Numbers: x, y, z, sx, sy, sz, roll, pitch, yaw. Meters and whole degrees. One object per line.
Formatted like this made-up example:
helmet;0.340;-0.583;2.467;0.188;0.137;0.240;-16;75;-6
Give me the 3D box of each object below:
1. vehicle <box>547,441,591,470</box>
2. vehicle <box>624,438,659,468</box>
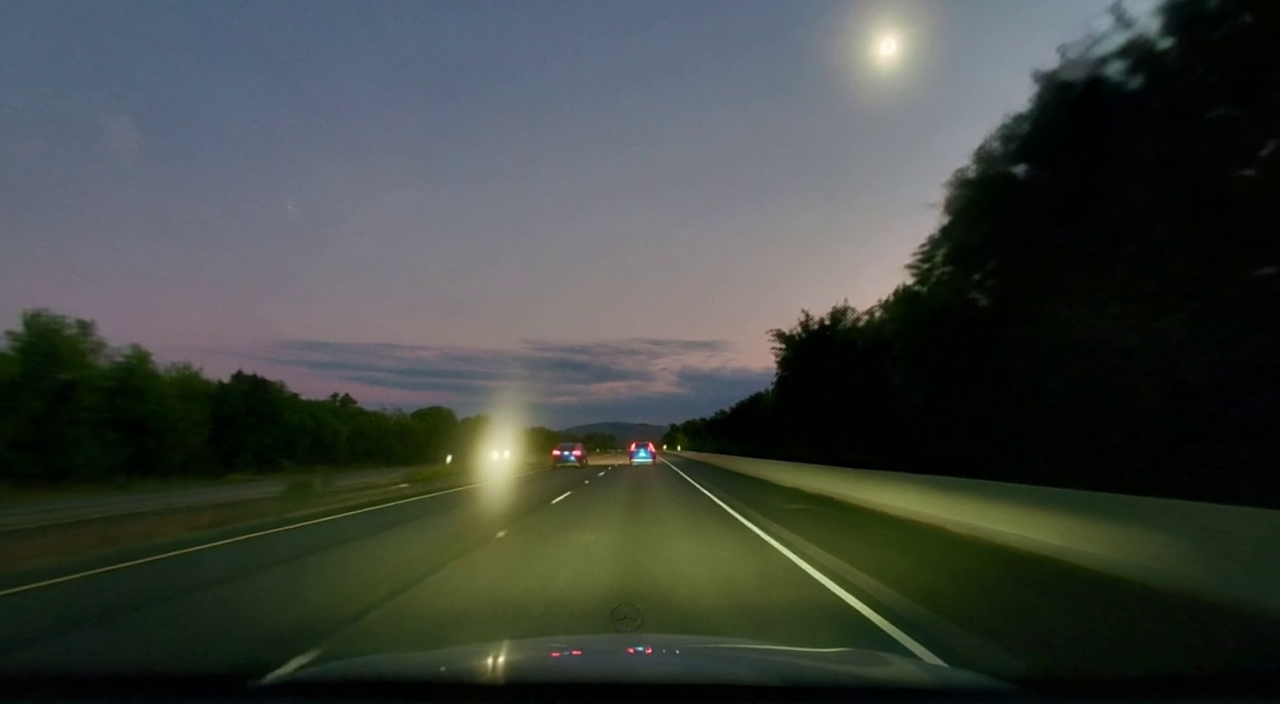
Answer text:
vehicle;-4.152;6.163;37.675;2.113;1.656;4.215;0;-9;1
vehicle;0.076;6.494;40.651;2.126;1.786;3.958;0;-9;0
